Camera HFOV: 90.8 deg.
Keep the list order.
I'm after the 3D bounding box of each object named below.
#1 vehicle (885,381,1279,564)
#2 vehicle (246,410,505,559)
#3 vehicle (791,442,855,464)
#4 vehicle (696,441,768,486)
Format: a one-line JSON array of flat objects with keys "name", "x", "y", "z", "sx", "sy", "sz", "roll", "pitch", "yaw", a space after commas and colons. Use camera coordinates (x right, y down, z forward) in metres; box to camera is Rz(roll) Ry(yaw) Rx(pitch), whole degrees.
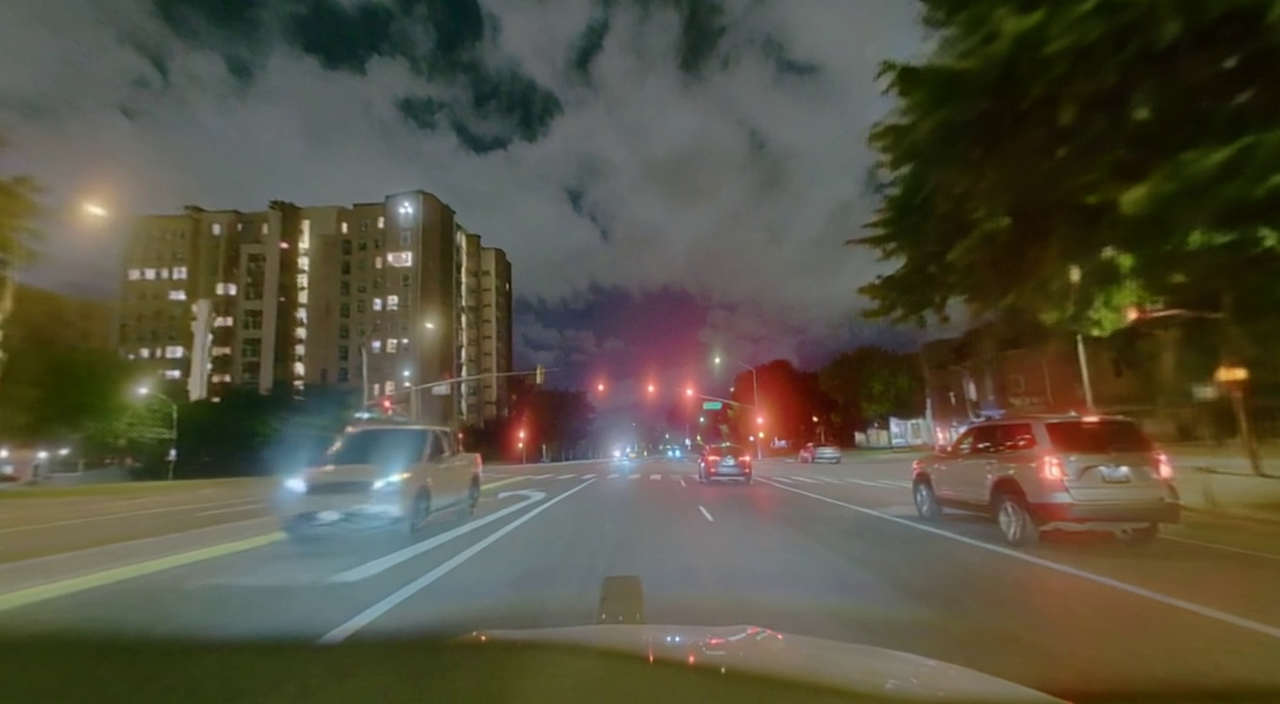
[{"name": "vehicle", "x": 6.217, "y": 1.760, "z": 9.938, "sx": 2.427, "sy": 2.017, "sz": 5.763, "roll": 0, "pitch": -9, "yaw": 0}, {"name": "vehicle", "x": -3.536, "y": 1.861, "z": 9.531, "sx": 2.065, "sy": 1.716, "sz": 4.265, "roll": 0, "pitch": -9, "yaw": -1}, {"name": "vehicle", "x": 13.697, "y": 7.577, "z": 47.451, "sx": 2.051, "sy": 1.589, "sz": 4.135, "roll": 8, "pitch": -12, "yaw": -43}, {"name": "vehicle", "x": 3.279, "y": 4.088, "z": 23.456, "sx": 2.003, "sy": 1.480, "sz": 4.494, "roll": 0, "pitch": -9, "yaw": 0}]
